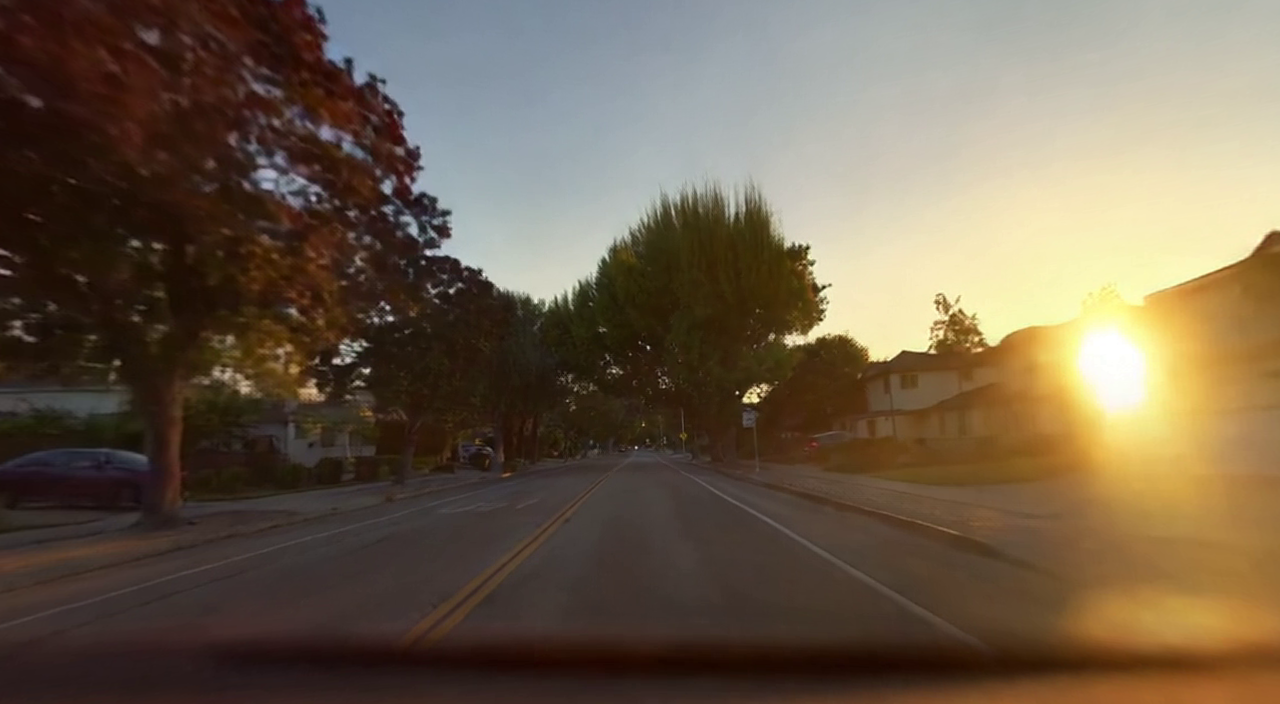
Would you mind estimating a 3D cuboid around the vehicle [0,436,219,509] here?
[{"bbox_3d":[-13.816,3.051,16.197,4.587,1.722,1.906,0,-9,-1],"label":"vehicle"}]

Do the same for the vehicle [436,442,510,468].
[{"bbox_3d":[-12.484,7.741,47.430,4.928,1.848,2.041,0,-9,1],"label":"vehicle"}]

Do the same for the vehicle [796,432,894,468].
[{"bbox_3d":[10.591,5.105,32.916,4.449,1.765,1.917,-1,-9,4],"label":"vehicle"}]
